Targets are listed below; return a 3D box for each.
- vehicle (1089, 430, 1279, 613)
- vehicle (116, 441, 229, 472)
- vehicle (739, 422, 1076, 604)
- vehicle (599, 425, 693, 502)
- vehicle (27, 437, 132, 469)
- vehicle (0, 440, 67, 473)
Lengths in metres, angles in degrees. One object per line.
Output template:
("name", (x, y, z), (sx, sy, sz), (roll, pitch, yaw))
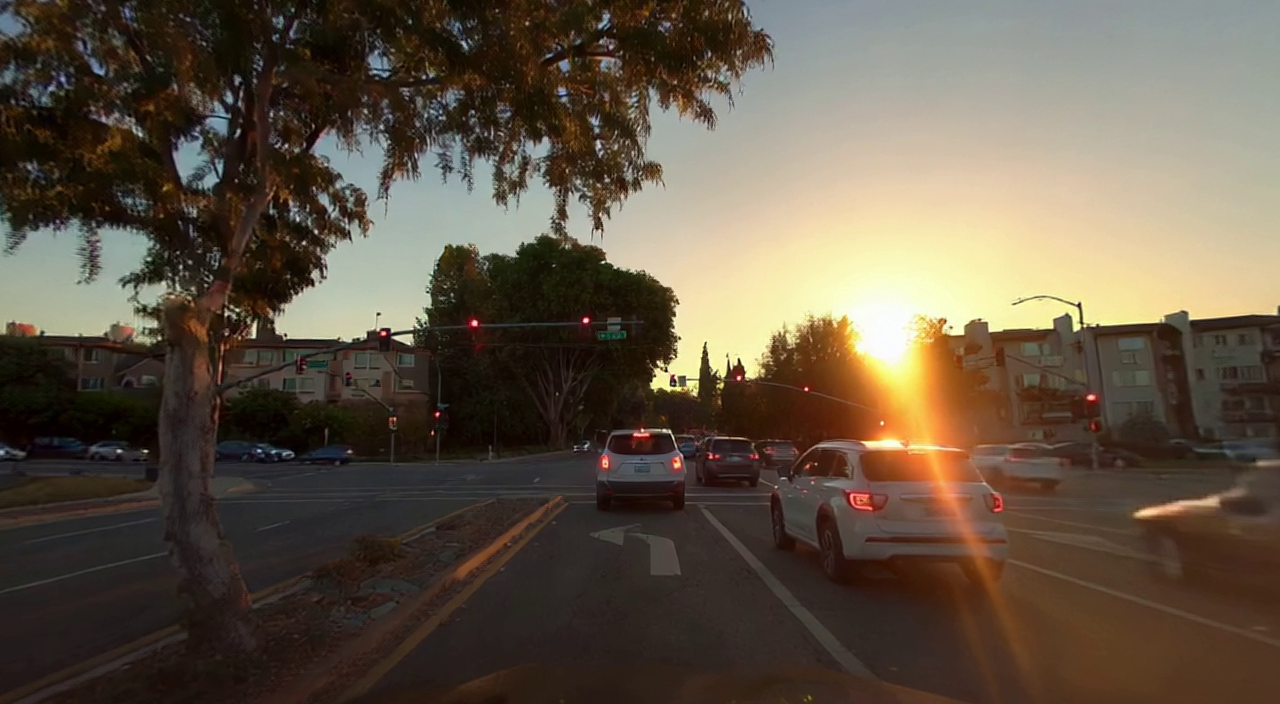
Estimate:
("vehicle", (6.250, 1.353, 4.935), (2.043, 1.479, 4.661), (0, -8, 0))
("vehicle", (-26.341, 5.886, 35.636), (4.724, 1.630, 1.968), (0, -8, -3))
("vehicle", (2.560, 1.661, 7.479), (2.009, 1.480, 4.423), (0, -8, -1))
("vehicle", (0.077, 2.798, 16.205), (2.099, 1.705, 4.020), (0, -8, -1))
("vehicle", (-36.843, 6.631, 41.536), (4.771, 1.778, 2.032), (3, -8, -3))
("vehicle", (-35.041, 5.778, 34.939), (4.465, 1.693, 1.959), (2, -9, -1))
